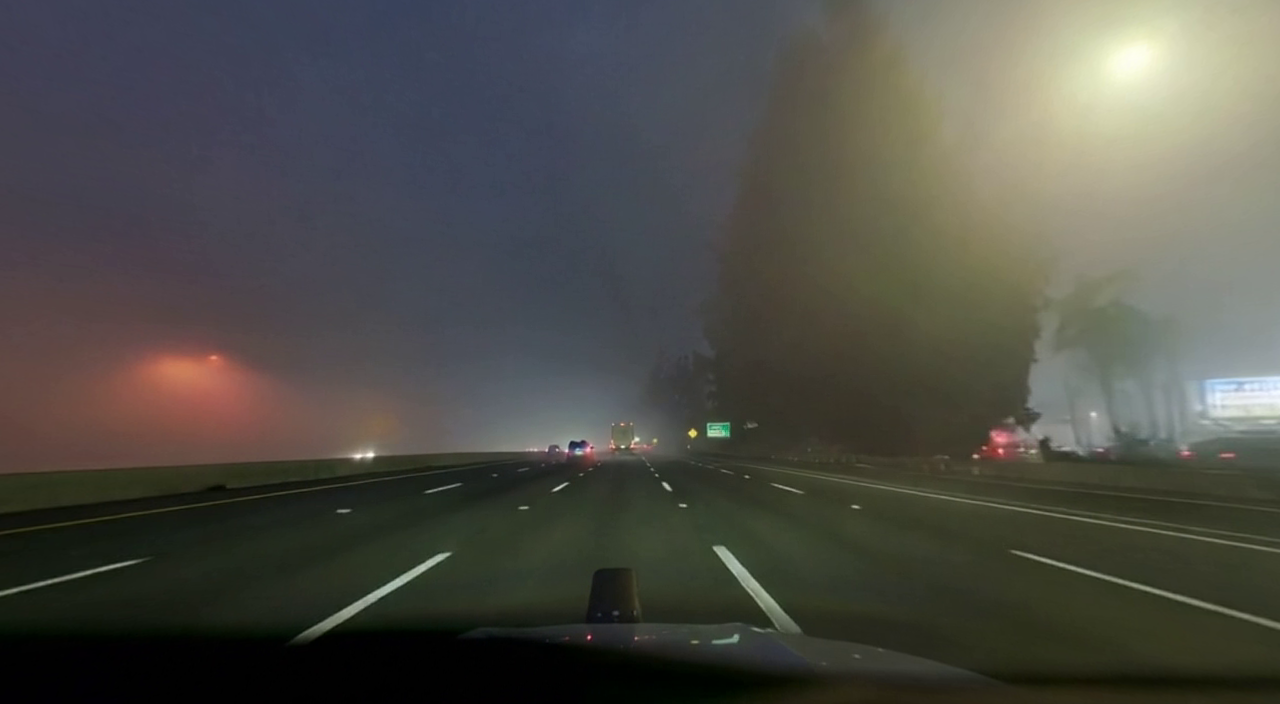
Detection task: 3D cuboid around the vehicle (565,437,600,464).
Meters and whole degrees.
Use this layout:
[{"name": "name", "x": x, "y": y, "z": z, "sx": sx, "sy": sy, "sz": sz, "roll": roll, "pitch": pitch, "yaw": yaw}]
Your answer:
[{"name": "vehicle", "x": -4.469, "y": 7.764, "z": 49.943, "sx": 2.390, "sy": 2.007, "sz": 4.901, "roll": 0, "pitch": -9, "yaw": -1}]

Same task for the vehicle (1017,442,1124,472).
[{"name": "vehicle", "x": 23.175, "y": 5.653, "z": 34.119, "sx": 4.210, "sy": 1.539, "sz": 2.121, "roll": 0, "pitch": -9, "yaw": -2}]

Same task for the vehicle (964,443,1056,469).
[{"name": "vehicle", "x": 22.970, "y": 6.460, "z": 39.323, "sx": 4.397, "sy": 1.495, "sz": 2.110, "roll": 0, "pitch": -9, "yaw": 1}]
